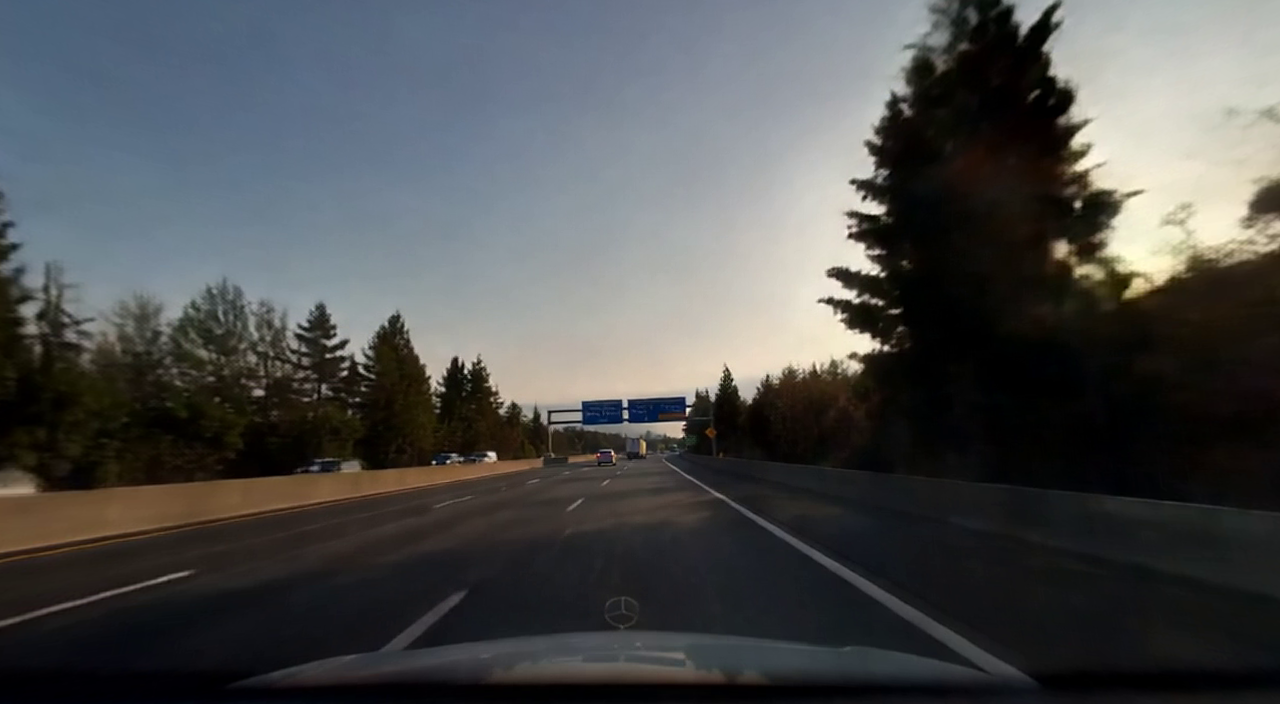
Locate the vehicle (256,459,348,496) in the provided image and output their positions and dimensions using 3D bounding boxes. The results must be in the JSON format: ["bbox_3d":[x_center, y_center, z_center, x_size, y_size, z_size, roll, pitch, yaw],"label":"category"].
[{"bbox_3d":[-15.231,5.660,28.511,1.880,1.482,3.978,0,-9,1],"label":"vehicle"}]
